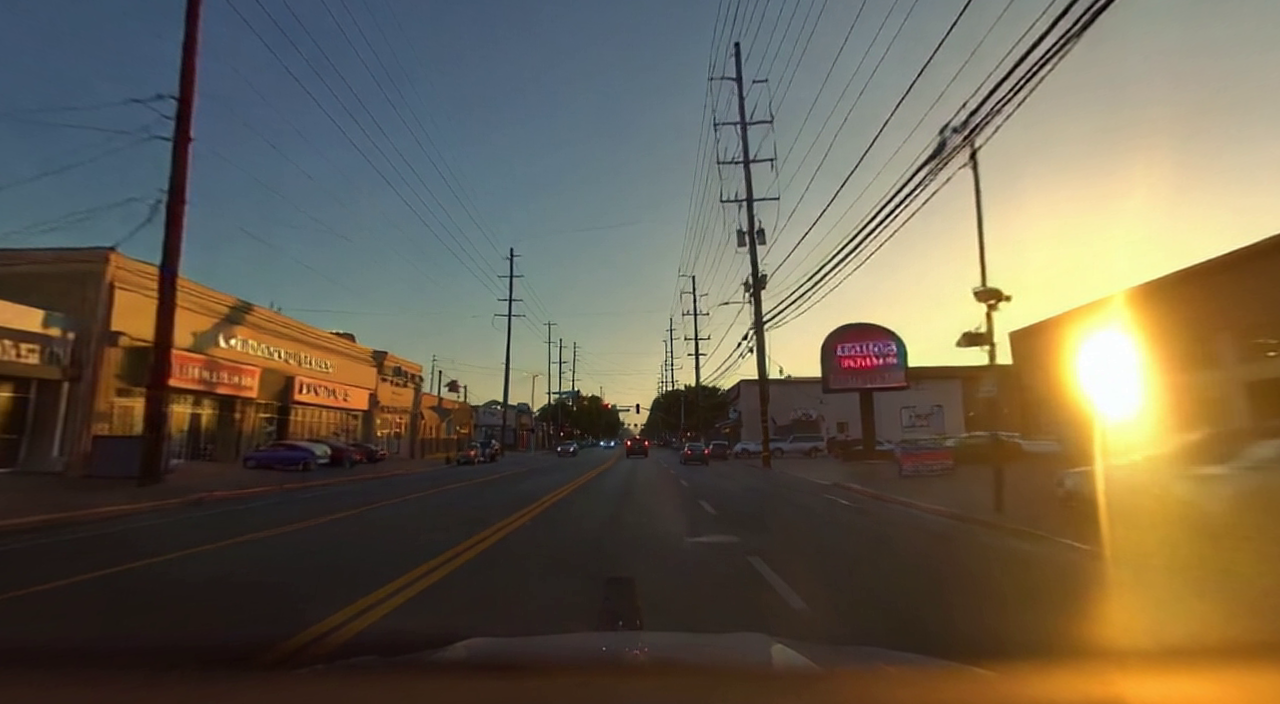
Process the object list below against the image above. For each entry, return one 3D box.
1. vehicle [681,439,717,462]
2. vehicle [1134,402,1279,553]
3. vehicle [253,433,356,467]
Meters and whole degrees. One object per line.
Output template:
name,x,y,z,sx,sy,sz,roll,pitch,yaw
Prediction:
vehicle,3.952,6.682,43.075,1.926,1.482,4.442,0,-8,-1
vehicle,10.135,1.687,8.881,4.603,1.845,2.040,0,-8,-1
vehicle,-18.352,5.404,34.777,4.455,1.772,2.048,0,-8,-3
